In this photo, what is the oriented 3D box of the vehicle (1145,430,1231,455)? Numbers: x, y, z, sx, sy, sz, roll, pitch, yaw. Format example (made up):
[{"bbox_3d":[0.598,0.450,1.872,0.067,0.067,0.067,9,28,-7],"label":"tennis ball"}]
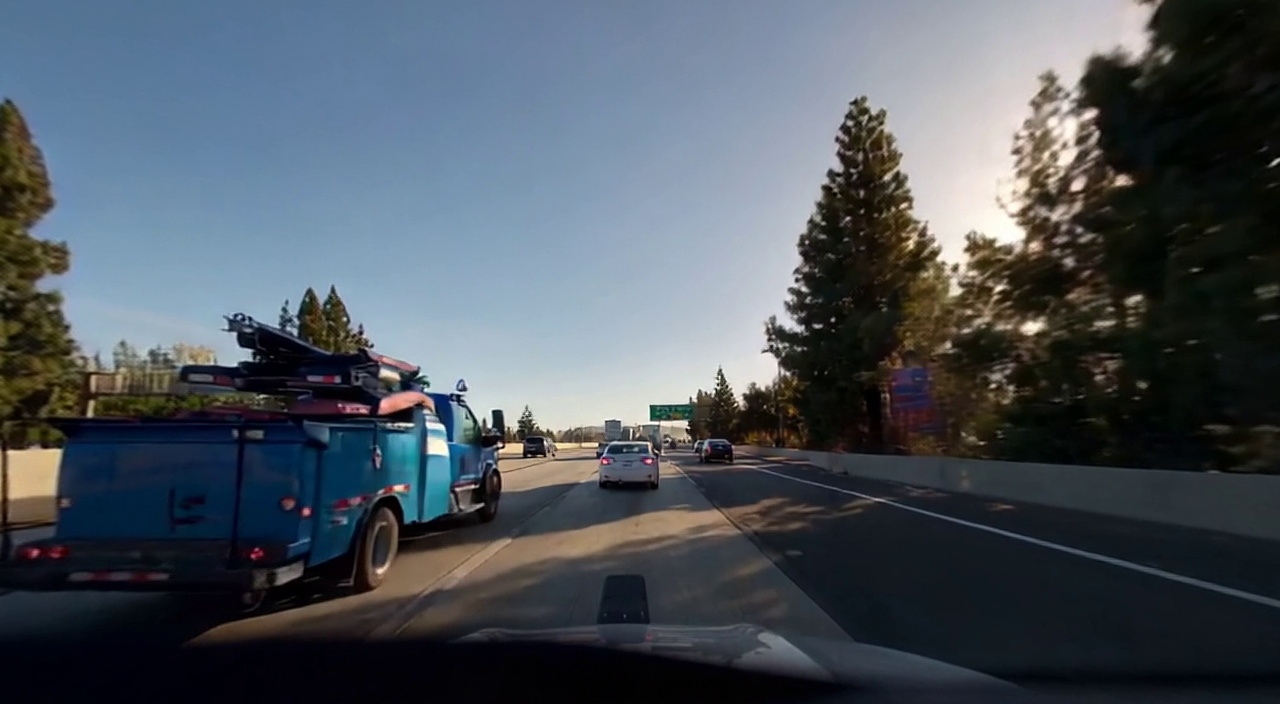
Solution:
[{"bbox_3d":[37.083,6.105,42.527,4.040,1.490,1.843,-2,-8,0],"label":"vehicle"}]

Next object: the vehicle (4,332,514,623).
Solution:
[{"bbox_3d":[-3.362,1.312,7.486,2.526,2.146,5.594,0,-8,0],"label":"vehicle"}]

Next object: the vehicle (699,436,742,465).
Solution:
[{"bbox_3d":[4.829,5.972,38.316,2.079,1.656,4.506,0,-8,0],"label":"vehicle"}]

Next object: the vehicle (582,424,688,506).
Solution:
[{"bbox_3d":[-0.064,2.645,15.169,2.165,1.653,4.456,0,-8,1],"label":"vehicle"}]

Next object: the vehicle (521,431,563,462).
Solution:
[{"bbox_3d":[-6.587,6.399,42.648,2.036,1.958,4.378,0,-8,1],"label":"vehicle"}]

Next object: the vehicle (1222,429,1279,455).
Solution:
[{"bbox_3d":[37.443,5.359,37.263,3.931,1.459,1.792,0,-8,-1],"label":"vehicle"}]
